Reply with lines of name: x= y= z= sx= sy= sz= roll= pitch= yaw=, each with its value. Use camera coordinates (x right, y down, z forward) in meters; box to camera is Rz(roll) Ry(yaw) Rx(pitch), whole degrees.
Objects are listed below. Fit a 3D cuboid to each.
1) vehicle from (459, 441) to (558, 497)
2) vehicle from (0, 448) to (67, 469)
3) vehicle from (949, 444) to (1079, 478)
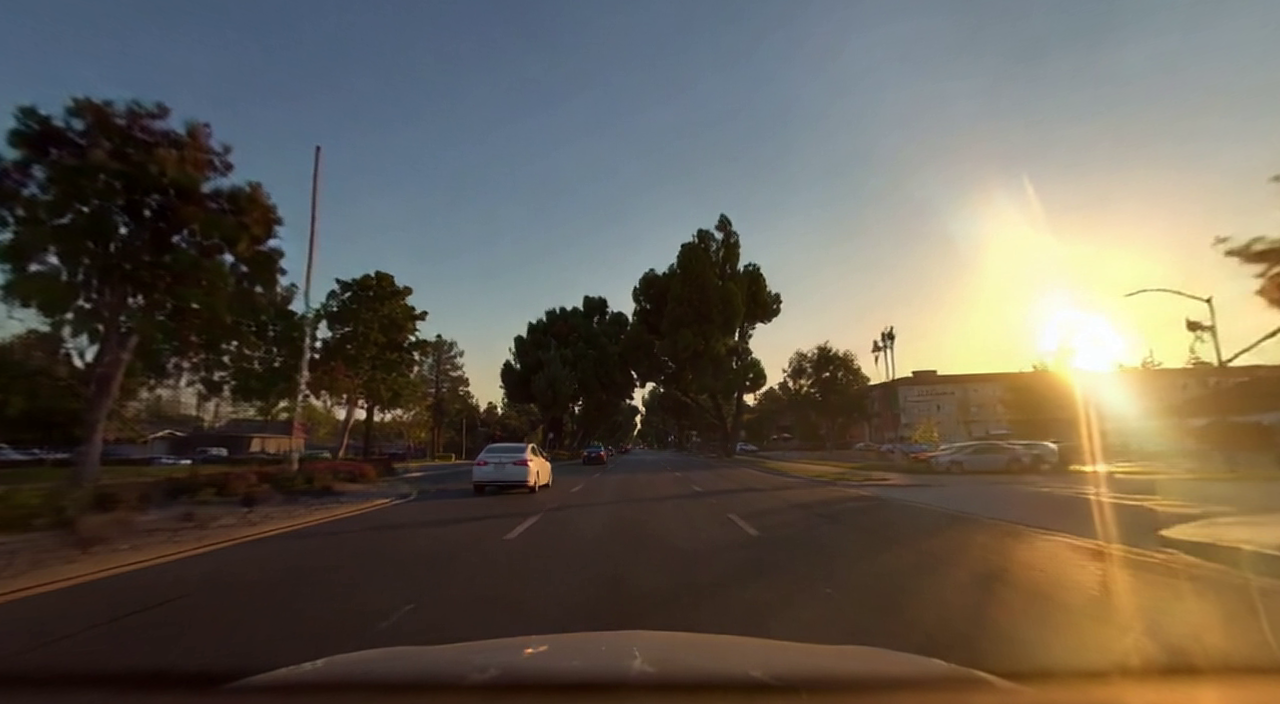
vehicle: x=-3.717 y=3.392 z=18.740 sx=2.003 sy=1.454 sz=4.484 roll=0 pitch=-9 yaw=0
vehicle: x=-45.595 y=7.858 z=46.694 sx=4.456 sy=1.509 sz=2.005 roll=0 pitch=-9 yaw=0
vehicle: x=16.201 y=4.717 z=27.545 sx=4.341 sy=1.412 sz=2.035 roll=0 pitch=-9 yaw=-1
